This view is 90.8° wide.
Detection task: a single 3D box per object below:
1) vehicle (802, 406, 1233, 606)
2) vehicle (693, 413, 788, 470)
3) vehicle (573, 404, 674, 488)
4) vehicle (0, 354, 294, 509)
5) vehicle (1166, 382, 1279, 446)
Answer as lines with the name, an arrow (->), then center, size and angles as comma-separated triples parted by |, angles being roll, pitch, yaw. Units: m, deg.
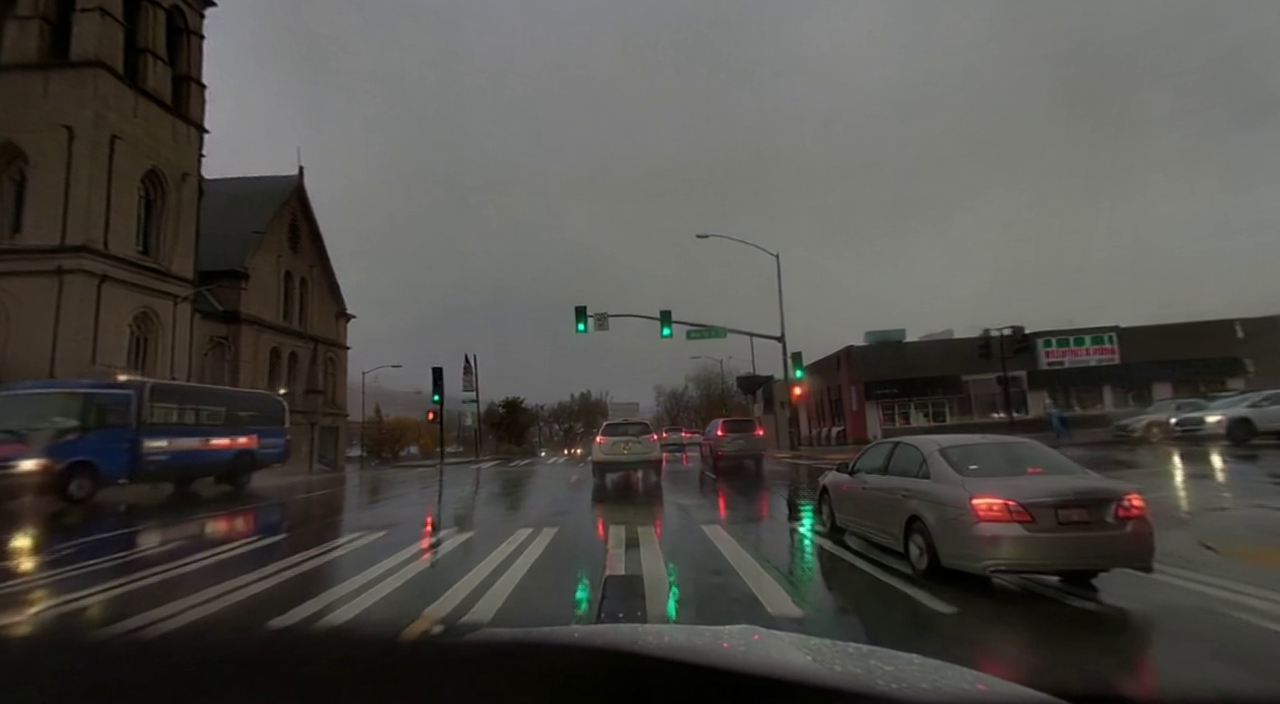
vehicle -> 3.426, 1.471, 7.023 | 1.883, 1.472, 4.471 | 0, -8, -2
vehicle -> 2.824, 2.644, 18.719 | 1.890, 1.491, 4.166 | 0, -8, -4
vehicle -> -0.488, 2.323, 15.711 | 2.168, 1.776, 4.135 | 0, -8, -4
vehicle -> -14.905, 2.543, 19.791 | 3.126, 3.773, 8.662 | 0, -8, 0
vehicle -> 17.052, 1.694, 16.809 | 4.255, 1.590, 1.999 | 0, -8, 0
